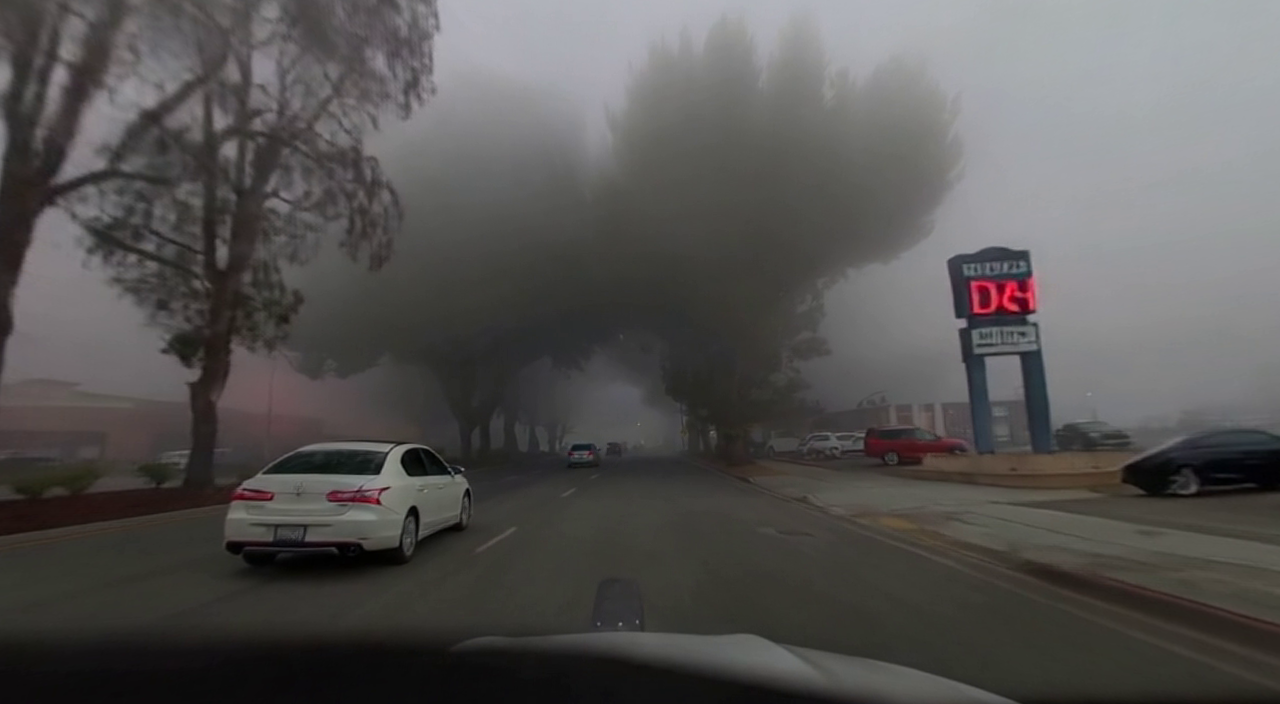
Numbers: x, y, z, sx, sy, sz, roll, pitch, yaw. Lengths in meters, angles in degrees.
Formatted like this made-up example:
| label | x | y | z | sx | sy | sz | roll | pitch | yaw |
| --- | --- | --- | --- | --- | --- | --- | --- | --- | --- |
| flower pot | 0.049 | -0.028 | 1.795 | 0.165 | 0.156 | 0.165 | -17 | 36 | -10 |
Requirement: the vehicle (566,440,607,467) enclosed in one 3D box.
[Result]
| label | x | y | z | sx | sy | sz | roll | pitch | yaw |
| --- | --- | --- | --- | --- | --- | --- | --- | --- | --- |
| vehicle | -3.098 | 5.951 | 37.214 | 1.955 | 1.461 | 4.396 | 0 | -9 | 1 |

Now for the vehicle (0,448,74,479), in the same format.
| label | x | y | z | sx | sy | sz | roll | pitch | yaw |
| --- | --- | --- | --- | --- | --- | --- | --- | --- | --- |
| vehicle | -34.149 | 6.086 | 34.680 | 1.915 | 1.619 | 4.663 | 0 | -9 | -2 |

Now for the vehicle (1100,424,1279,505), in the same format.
| label | x | y | z | sx | sy | sz | roll | pitch | yaw |
| --- | --- | --- | --- | --- | --- | --- | --- | --- | --- |
| vehicle | 12.907 | 2.414 | 13.856 | 1.922 | 1.505 | 4.631 | 1 | -9 | -4 |

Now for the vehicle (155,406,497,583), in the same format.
| label | x | y | z | sx | sy | sz | roll | pitch | yaw |
| --- | --- | --- | --- | --- | --- | --- | --- | --- | --- |
| vehicle | -3.499 | 1.698 | 8.332 | 2.126 | 1.655 | 4.560 | 0 | -9 | 0 |

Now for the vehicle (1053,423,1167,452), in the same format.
| label | x | y | z | sx | sy | sz | roll | pitch | yaw |
| --- | --- | --- | --- | --- | --- | --- | --- | --- | --- |
| vehicle | 26.534 | 4.865 | 35.755 | 4.882 | 1.568 | 1.963 | 0 | -9 | -3 |

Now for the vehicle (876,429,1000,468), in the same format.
| label | x | y | z | sx | sy | sz | roll | pitch | yaw |
| --- | --- | --- | --- | --- | --- | --- | --- | --- | --- |
| vehicle | 13.750 | 4.453 | 29.359 | 4.697 | 1.518 | 1.990 | -2 | -8 | -2 |
